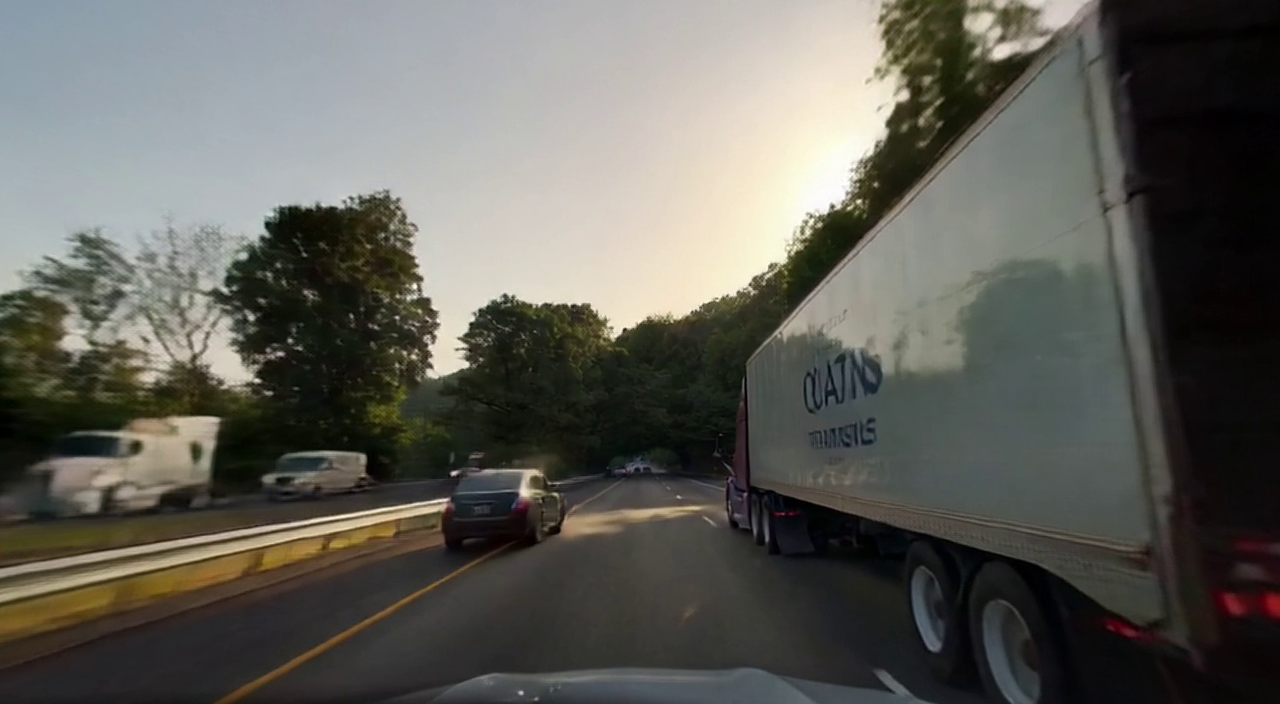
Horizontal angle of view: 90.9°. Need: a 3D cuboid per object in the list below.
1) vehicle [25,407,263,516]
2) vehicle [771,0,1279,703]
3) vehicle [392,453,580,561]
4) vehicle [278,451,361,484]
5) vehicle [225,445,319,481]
[{"bbox_3d":[-20.478,4.733,27.106,2.987,3.849,8.645,1,-10,0],"label":"vehicle"},{"bbox_3d":[3.748,0.363,5.312,2.871,4.032,10.642,1,-10,-1],"label":"vehicle"},{"bbox_3d":[-2.238,2.413,10.301,2.032,1.407,3.641,0,-11,2],"label":"vehicle"},{"bbox_3d":[-20.273,7.369,40.162,2.562,1.865,5.117,0,-10,0],"label":"vehicle"},{"bbox_3d":[-20.297,6.201,35.082,2.073,1.808,5.075,0,-10,1],"label":"vehicle"}]
